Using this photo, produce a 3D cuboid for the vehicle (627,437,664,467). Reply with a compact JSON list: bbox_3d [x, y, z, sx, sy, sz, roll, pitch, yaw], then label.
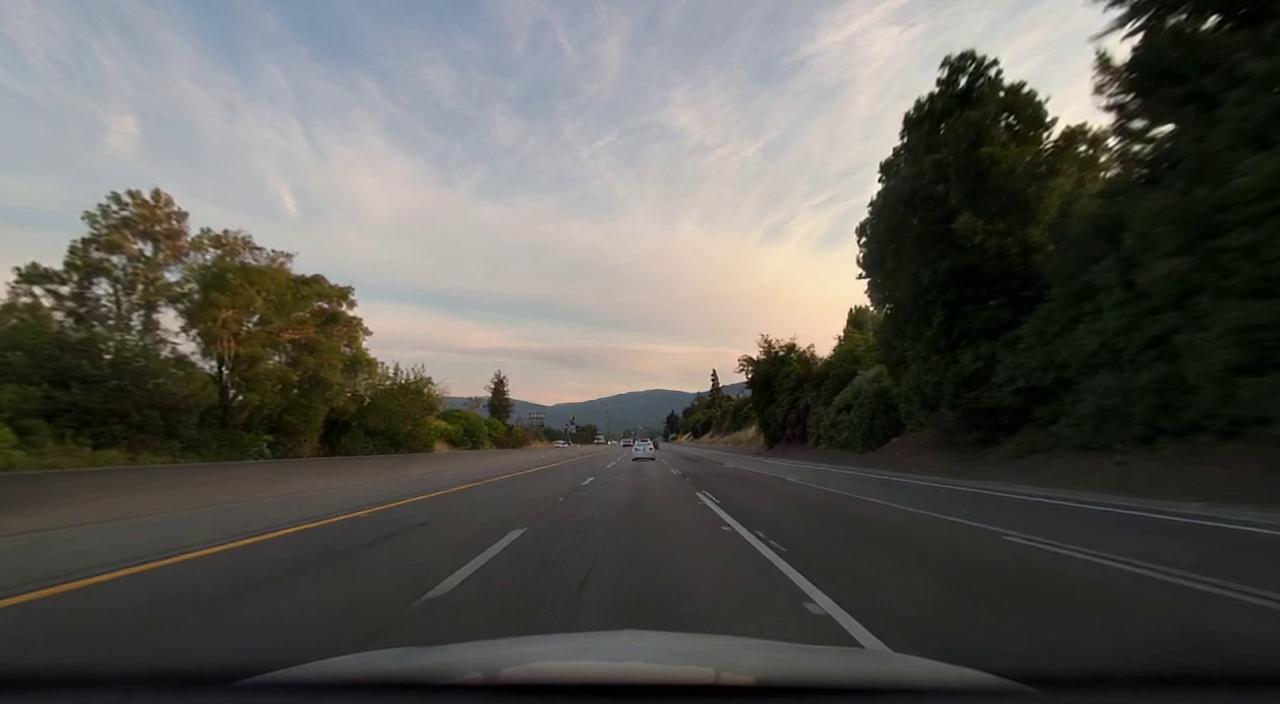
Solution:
[{"bbox_3d":[0.348,6.459,40.769,2.247,1.825,4.036,0,-9,0],"label":"vehicle"}]
